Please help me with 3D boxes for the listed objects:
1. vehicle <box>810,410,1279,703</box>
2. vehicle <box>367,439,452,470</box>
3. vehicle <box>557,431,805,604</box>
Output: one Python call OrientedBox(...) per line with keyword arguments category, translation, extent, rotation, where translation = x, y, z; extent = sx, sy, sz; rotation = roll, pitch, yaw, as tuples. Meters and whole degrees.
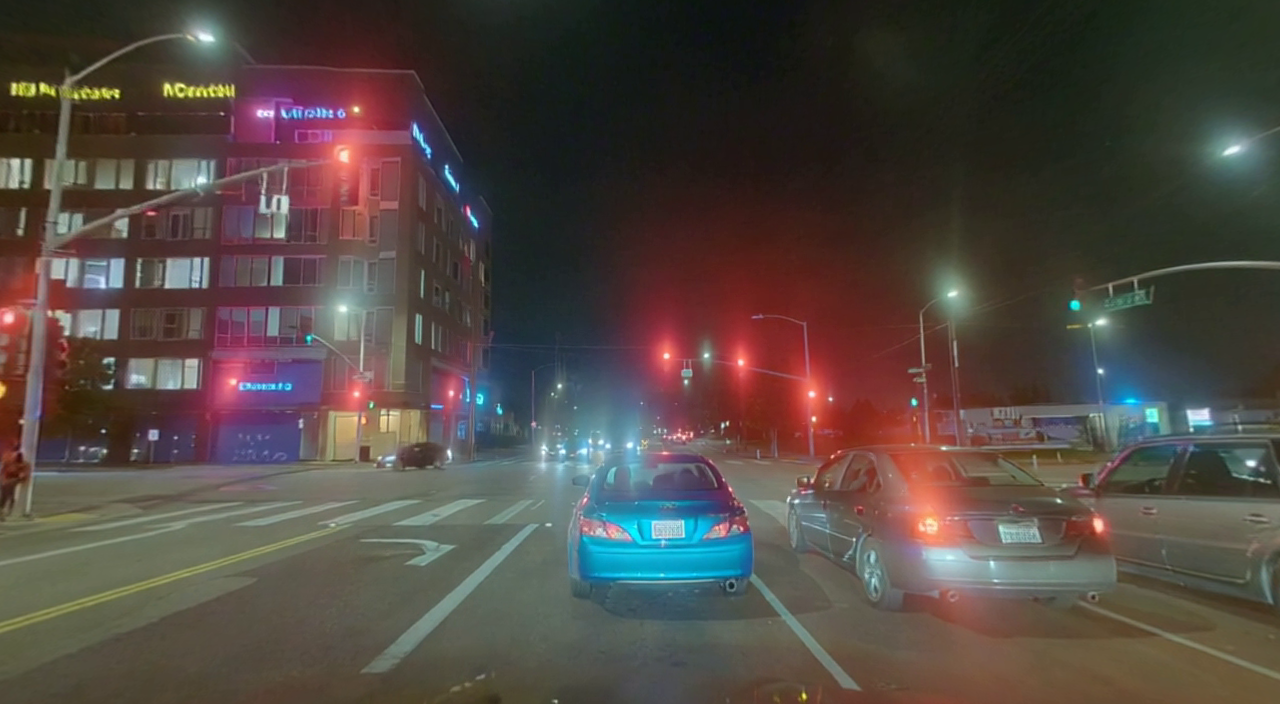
OrientedBox(category="vehicle", translation=(2.814, 1.292, 4.567), extent=(1.961, 1.498, 4.356), rotation=(0, -8, 0))
OrientedBox(category="vehicle", translation=(-12.867, 5.716, 35.271), extent=(2.030, 1.596, 3.912), rotation=(-7, -11, 40))
OrientedBox(category="vehicle", translation=(0.286, 1.729, 7.522), extent=(2.132, 1.464, 4.089), rotation=(0, -8, -2))
